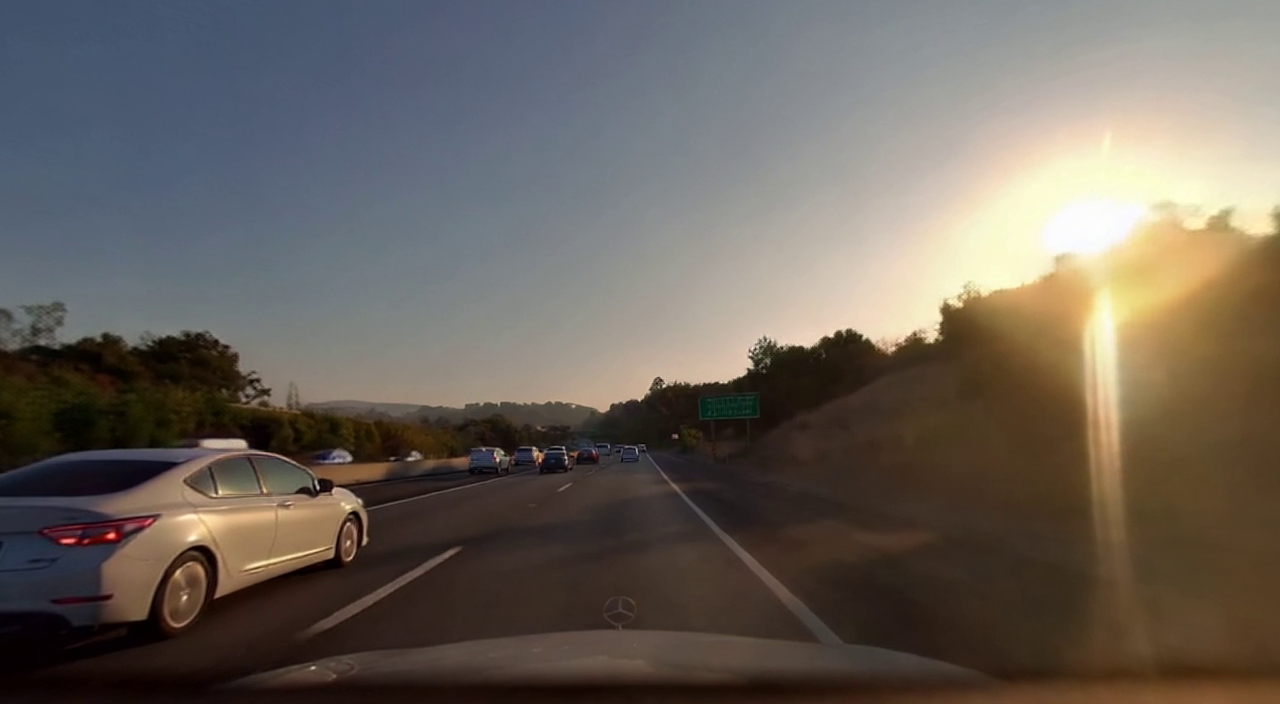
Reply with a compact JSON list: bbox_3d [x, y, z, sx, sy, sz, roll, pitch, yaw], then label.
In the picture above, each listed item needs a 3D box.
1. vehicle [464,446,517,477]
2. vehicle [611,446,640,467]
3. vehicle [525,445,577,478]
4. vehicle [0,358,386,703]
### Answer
[{"bbox_3d":[-7.960,5.839,33.675,1.936,1.516,3.904,0,-9,0],"label":"vehicle"},{"bbox_3d":[-1.001,7.646,45.907,2.023,1.479,3.718,0,-9,0],"label":"vehicle"},{"bbox_3d":[-4.328,5.400,31.080,1.988,1.477,4.118,0,-9,-1],"label":"vehicle"},{"bbox_3d":[-4.103,1.269,5.206,2.074,1.779,4.588,0,-9,0],"label":"vehicle"}]
